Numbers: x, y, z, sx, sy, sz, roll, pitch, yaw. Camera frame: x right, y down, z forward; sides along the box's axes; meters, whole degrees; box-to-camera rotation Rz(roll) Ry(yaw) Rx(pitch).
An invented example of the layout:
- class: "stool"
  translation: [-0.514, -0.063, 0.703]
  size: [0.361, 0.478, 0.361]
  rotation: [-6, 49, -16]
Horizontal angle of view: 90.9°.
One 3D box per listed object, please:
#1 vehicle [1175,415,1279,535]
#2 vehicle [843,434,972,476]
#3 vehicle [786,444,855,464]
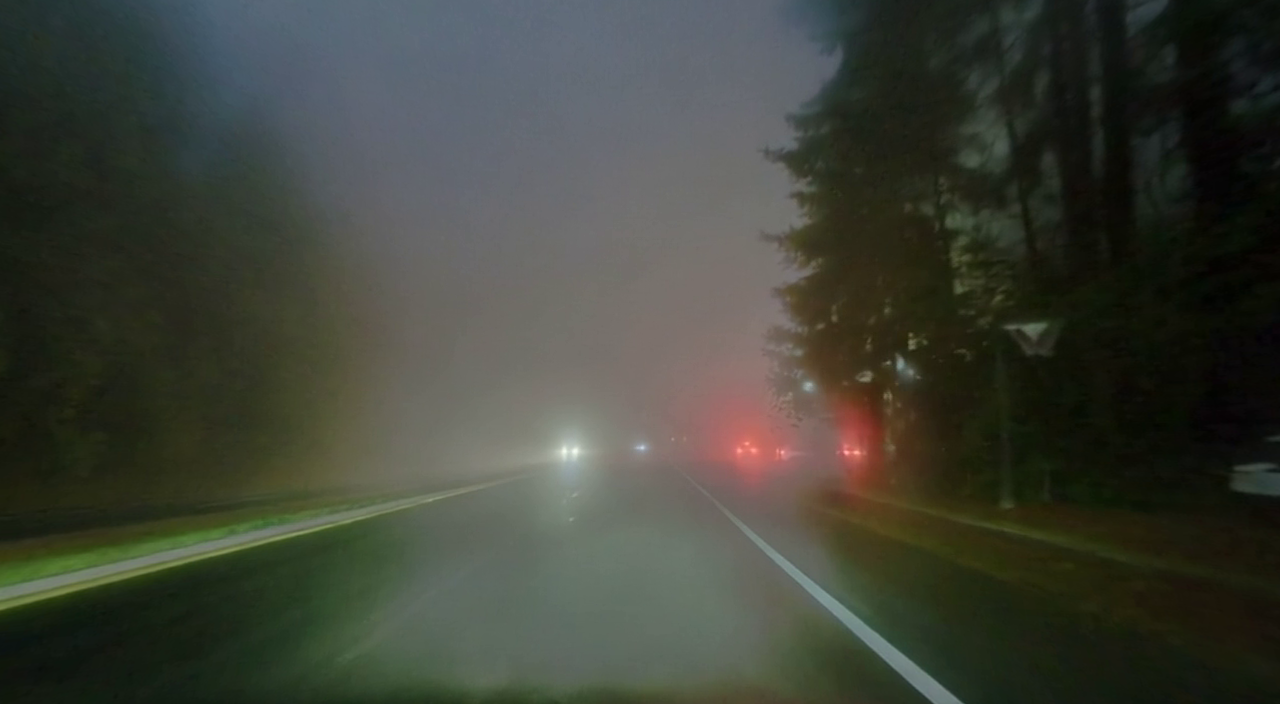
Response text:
- class: "vehicle"
  translation: [10.844, 1.692, 8.709]
  size: [4.766, 1.557, 2.168]
  rotation: [0, -9, 4]
- class: "vehicle"
  translation: [11.203, 4.346, 26.656]
  size: [4.493, 1.705, 2.034]
  rotation: [0, -8, 0]
- class: "vehicle"
  translation: [13.162, 7.448, 46.221]
  size: [4.438, 1.444, 1.900]
  rotation: [0, -8, -1]
